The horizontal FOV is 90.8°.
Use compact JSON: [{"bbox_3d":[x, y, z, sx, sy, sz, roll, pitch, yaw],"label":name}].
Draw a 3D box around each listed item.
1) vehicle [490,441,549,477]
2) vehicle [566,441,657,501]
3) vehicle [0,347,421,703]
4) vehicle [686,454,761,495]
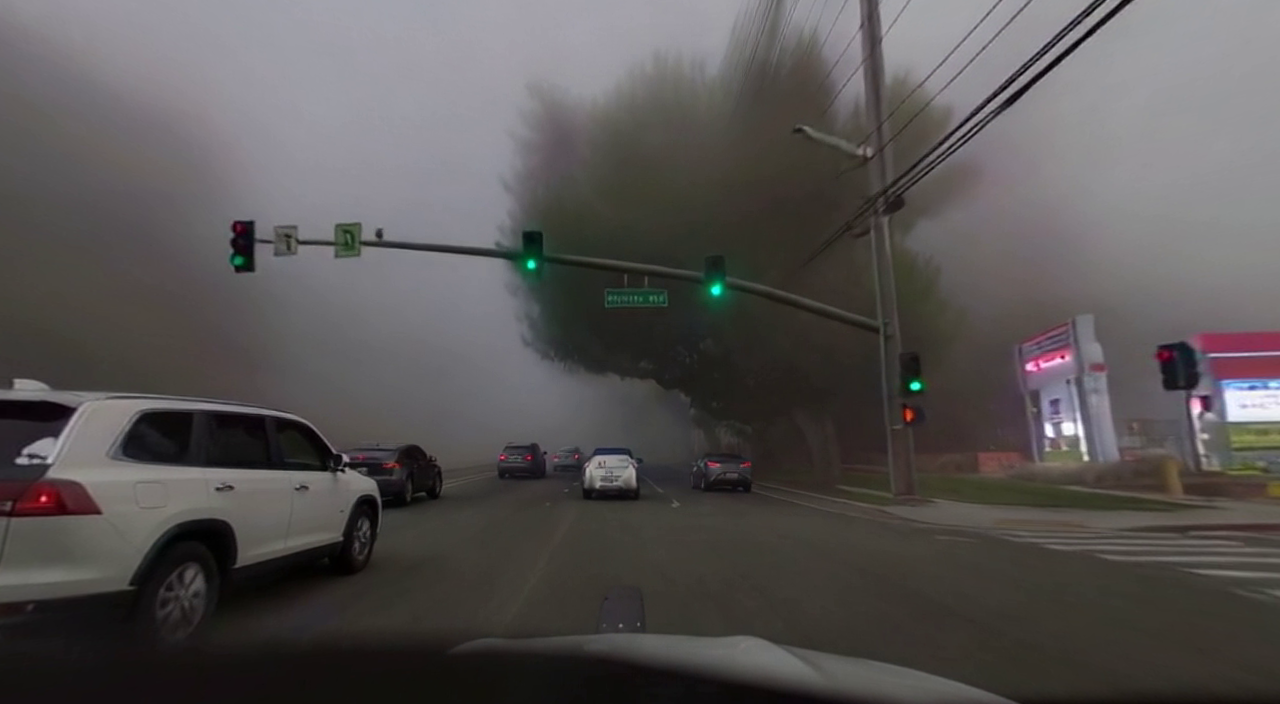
[{"bbox_3d":[-6.867,6.142,36.542,2.385,1.918,5.056,0,-8,0],"label":"vehicle"},{"bbox_3d":[-0.672,3.167,17.285,2.189,1.437,4.135,0,-8,0],"label":"vehicle"},{"bbox_3d":[-3.464,1.125,4.889,1.922,1.642,4.547,0,-8,0],"label":"vehicle"},{"bbox_3d":[2.988,4.489,23.582,2.065,1.302,4.416,0,-8,-1],"label":"vehicle"}]
